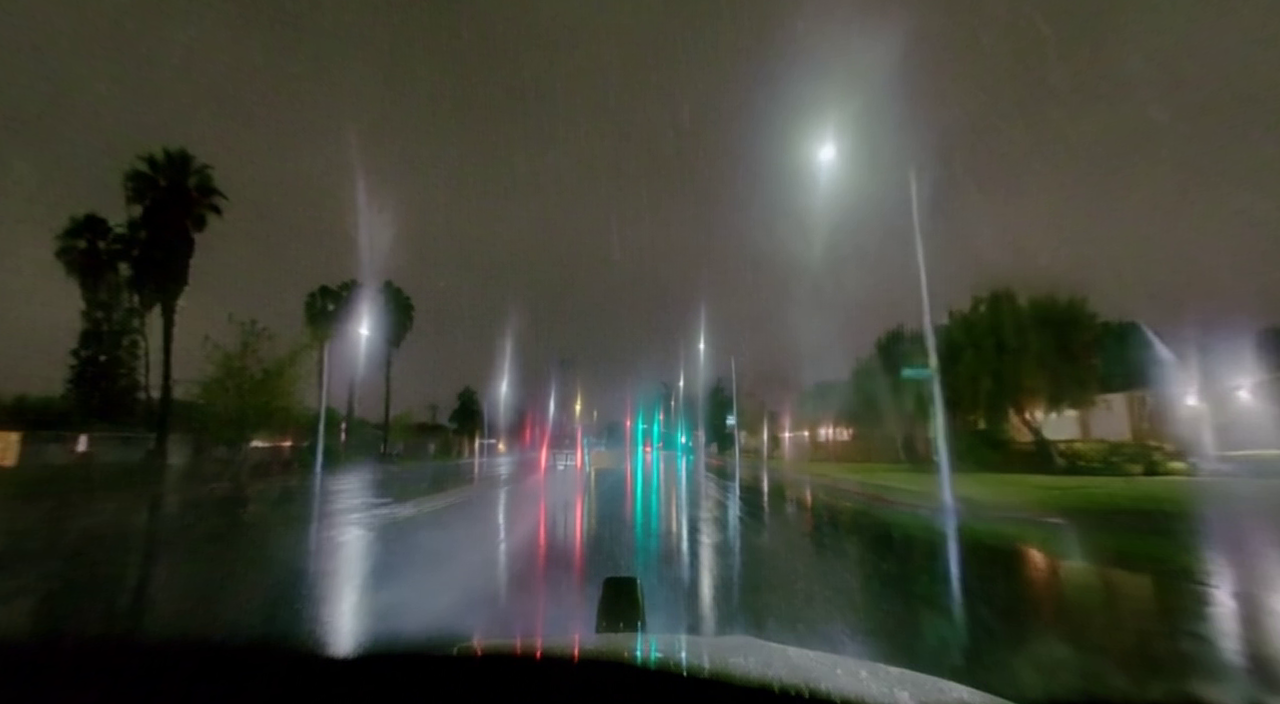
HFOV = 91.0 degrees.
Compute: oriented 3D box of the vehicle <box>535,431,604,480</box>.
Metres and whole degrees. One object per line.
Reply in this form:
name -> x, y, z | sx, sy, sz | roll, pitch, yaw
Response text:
vehicle -> -3.020, 4.620, 28.359 | 2.370, 1.968, 5.698 | 0, -9, 0
